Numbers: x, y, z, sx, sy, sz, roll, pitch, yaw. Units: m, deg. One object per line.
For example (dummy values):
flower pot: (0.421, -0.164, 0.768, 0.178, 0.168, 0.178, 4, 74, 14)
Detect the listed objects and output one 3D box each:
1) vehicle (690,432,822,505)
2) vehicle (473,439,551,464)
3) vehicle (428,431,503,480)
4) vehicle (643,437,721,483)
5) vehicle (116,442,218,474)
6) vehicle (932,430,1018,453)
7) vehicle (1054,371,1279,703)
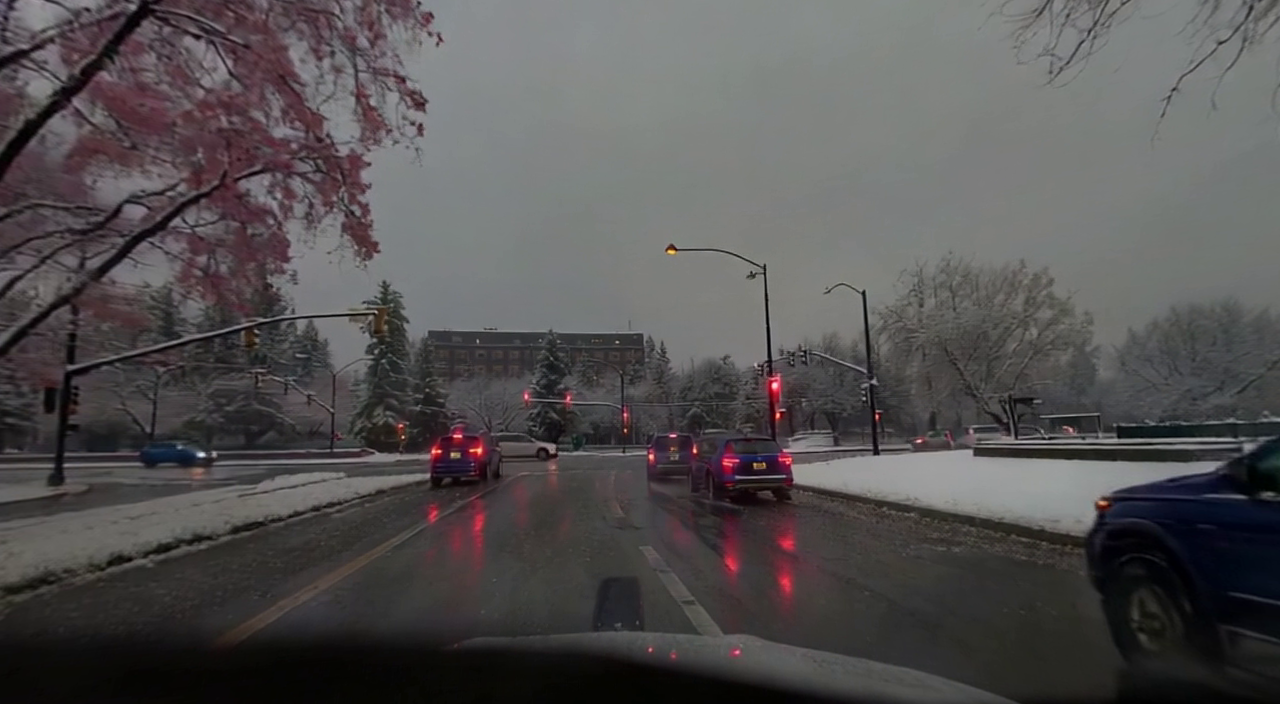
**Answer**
vehicle: (2.621, 2.764, 15.474, 2.019, 1.518, 4.285, 1, -9, -6)
vehicle: (-7.906, 6.209, 39.400, 4.526, 1.452, 1.920, 1, -8, -6)
vehicle: (-6.596, 3.959, 24.435, 1.995, 1.703, 4.367, 0, -8, -5)
vehicle: (1.361, 3.791, 22.472, 2.007, 1.466, 4.291, 1, -9, -7)
vehicle: (-27.453, 6.127, 36.795, 4.263, 1.769, 1.870, 1, -9, -7)
vehicle: (22.720, 6.100, 42.923, 4.829, 1.470, 1.874, 1, -8, -6)
vehicle: (4.294, 0.787, 2.256, 2.154, 1.632, 4.710, 0, -8, -5)
